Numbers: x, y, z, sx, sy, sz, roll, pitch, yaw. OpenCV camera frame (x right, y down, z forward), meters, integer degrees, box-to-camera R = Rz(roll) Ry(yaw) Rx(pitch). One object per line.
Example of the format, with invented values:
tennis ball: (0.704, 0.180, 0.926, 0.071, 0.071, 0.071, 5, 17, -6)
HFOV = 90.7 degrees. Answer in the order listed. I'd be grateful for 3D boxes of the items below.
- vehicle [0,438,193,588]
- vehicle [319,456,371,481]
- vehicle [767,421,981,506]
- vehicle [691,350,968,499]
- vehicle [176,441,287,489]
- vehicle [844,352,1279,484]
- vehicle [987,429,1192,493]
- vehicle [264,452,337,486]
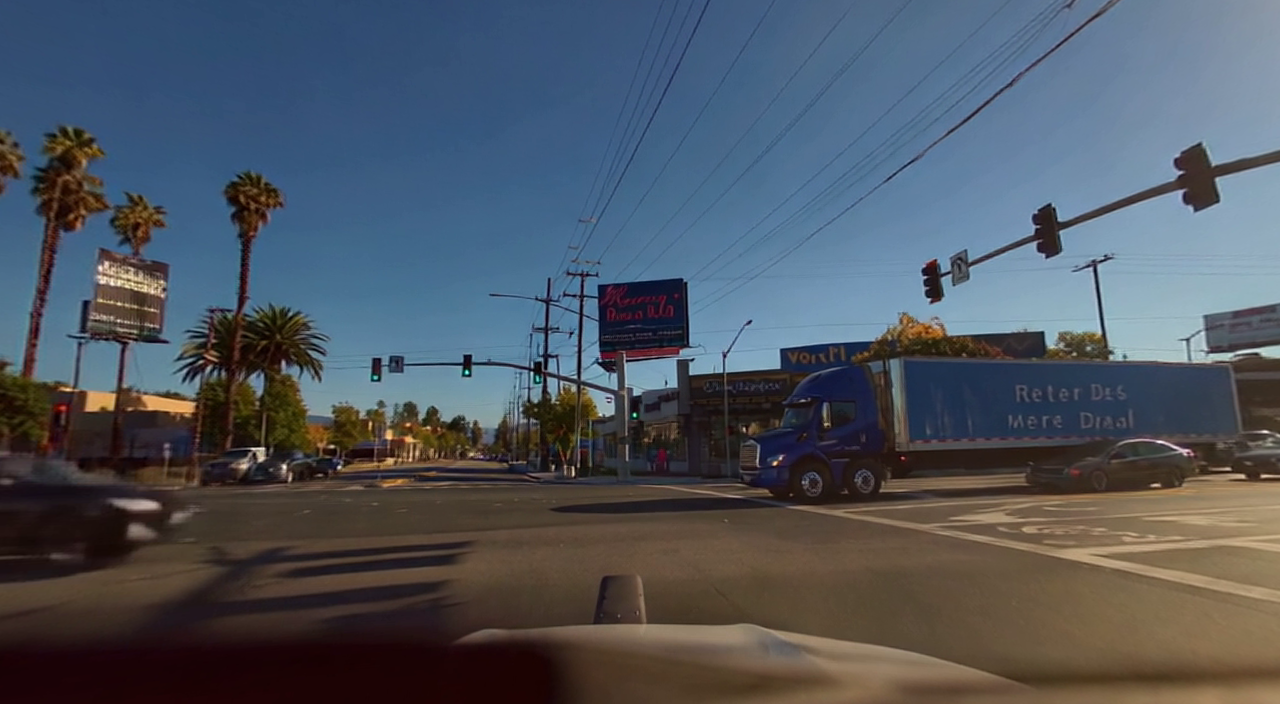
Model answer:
vehicle: (-8.464, 1.751, 7.129, 5.114, 1.492, 2.040, 1, -9, -11)
vehicle: (-20.900, 8.236, 45.023, 1.834, 1.521, 4.970, 1, -9, -7)
vehicle: (6.497, 3.107, 17.840, 5.079, 1.893, 2.200, -2, -10, -13)
vehicle: (6.103, 2.430, 21.008, 8.167, 4.352, 3.029, 1, -9, -12)
vehicle: (-24.100, 6.659, 37.760, 2.989, 2.573, 6.053, 0, -9, -5)
vehicle: (16.122, 2.481, 23.212, 17.071, 4.151, 2.876, 1, -9, -12)
vehicle: (13.446, 3.266, 19.052, 4.958, 1.510, 1.949, -2, -10, -11)
vehicle: (-19.632, 6.767, 36.863, 2.028, 1.744, 4.876, 1, -9, -7)
